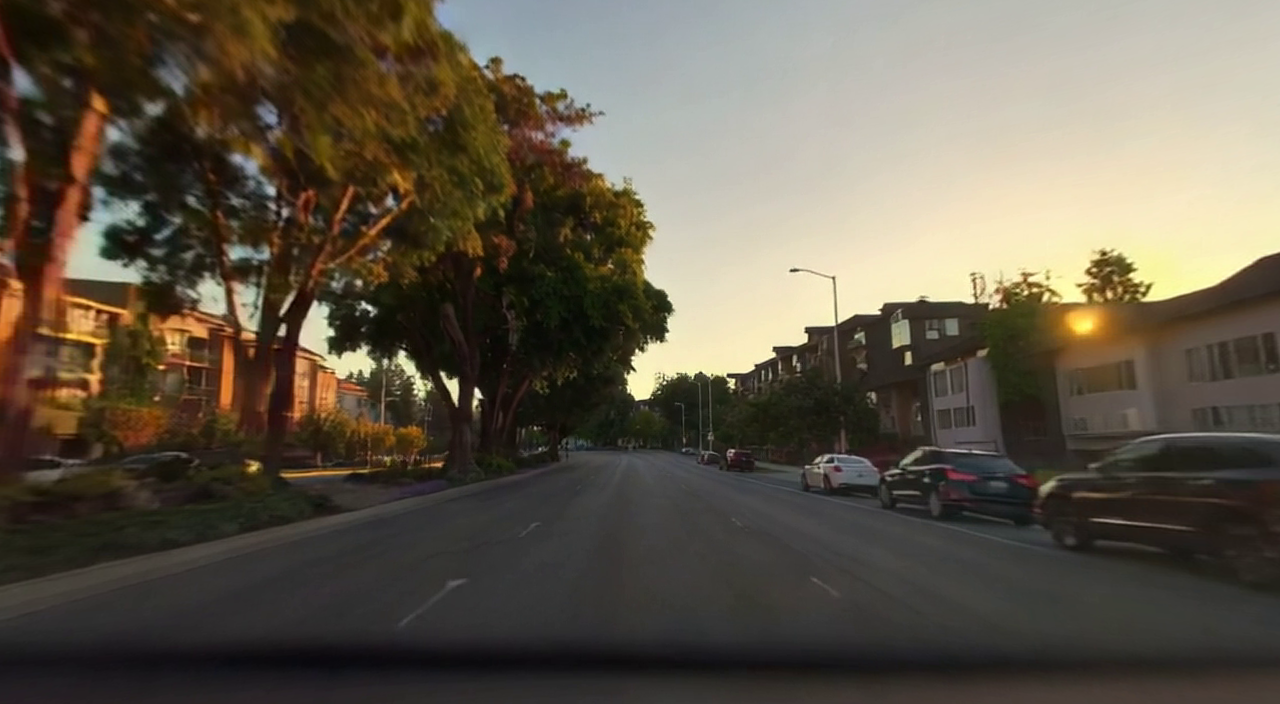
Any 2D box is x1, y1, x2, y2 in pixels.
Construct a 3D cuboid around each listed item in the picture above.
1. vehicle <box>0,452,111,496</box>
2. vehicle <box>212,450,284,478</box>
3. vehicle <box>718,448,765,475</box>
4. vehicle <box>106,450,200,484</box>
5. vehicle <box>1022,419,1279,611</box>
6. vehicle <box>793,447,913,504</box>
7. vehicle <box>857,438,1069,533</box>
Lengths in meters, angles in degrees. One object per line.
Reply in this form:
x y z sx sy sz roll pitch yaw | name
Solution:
-25.857 5.221 27.320 1.945 1.694 4.329 0 -9 -1 | vehicle
-25.685 7.325 41.417 2.000 1.696 4.318 0 -9 -1 | vehicle
6.158 6.696 38.713 2.056 1.528 4.816 0 -9 0 | vehicle
-26.057 6.120 33.888 1.781 1.666 4.238 0 -9 -2 | vehicle
6.751 1.686 7.119 2.078 1.699 4.292 0 -9 -1 | vehicle
6.548 3.846 20.060 1.956 1.487 5.176 -3 -9 0 | vehicle
6.595 2.756 13.617 2.060 1.672 4.556 0 -9 -2 | vehicle
